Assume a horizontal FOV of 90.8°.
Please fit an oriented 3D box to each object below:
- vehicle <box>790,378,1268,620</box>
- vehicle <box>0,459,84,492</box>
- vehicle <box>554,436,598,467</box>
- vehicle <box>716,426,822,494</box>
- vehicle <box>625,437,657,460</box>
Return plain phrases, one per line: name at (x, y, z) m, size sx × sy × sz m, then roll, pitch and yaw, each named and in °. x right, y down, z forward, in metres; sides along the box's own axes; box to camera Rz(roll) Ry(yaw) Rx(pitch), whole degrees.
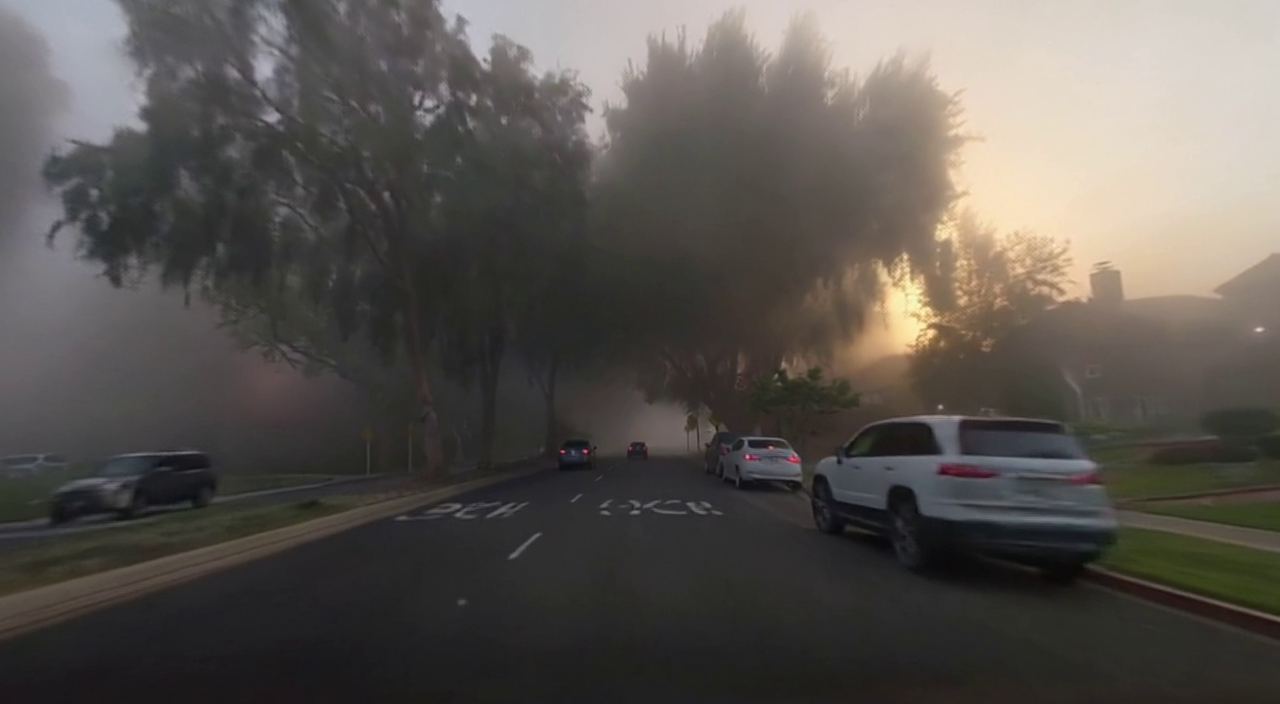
vehicle at (3.694, 1.507, 7.579) m, size 2.273 × 1.860 × 5.077 m, roll 0°, pitch -8°, yaw -3°
vehicle at (-36.422, 7.368, 37.945) m, size 1.890 × 1.711 × 4.456 m, roll -1°, pitch -8°, yaw 1°
vehicle at (-3.678, 5.810, 37.038) m, size 2.129 × 1.668 × 4.722 m, roll -1°, pitch -8°, yaw 0°
vehicle at (3.657, 3.163, 18.866) m, size 2.113 × 1.760 × 4.432 m, roll -1°, pitch -8°, yaw -1°
vehicle at (0.097, 6.973, 45.781) m, size 2.142 × 1.548 × 4.273 m, roll -1°, pitch -8°, yaw 1°
